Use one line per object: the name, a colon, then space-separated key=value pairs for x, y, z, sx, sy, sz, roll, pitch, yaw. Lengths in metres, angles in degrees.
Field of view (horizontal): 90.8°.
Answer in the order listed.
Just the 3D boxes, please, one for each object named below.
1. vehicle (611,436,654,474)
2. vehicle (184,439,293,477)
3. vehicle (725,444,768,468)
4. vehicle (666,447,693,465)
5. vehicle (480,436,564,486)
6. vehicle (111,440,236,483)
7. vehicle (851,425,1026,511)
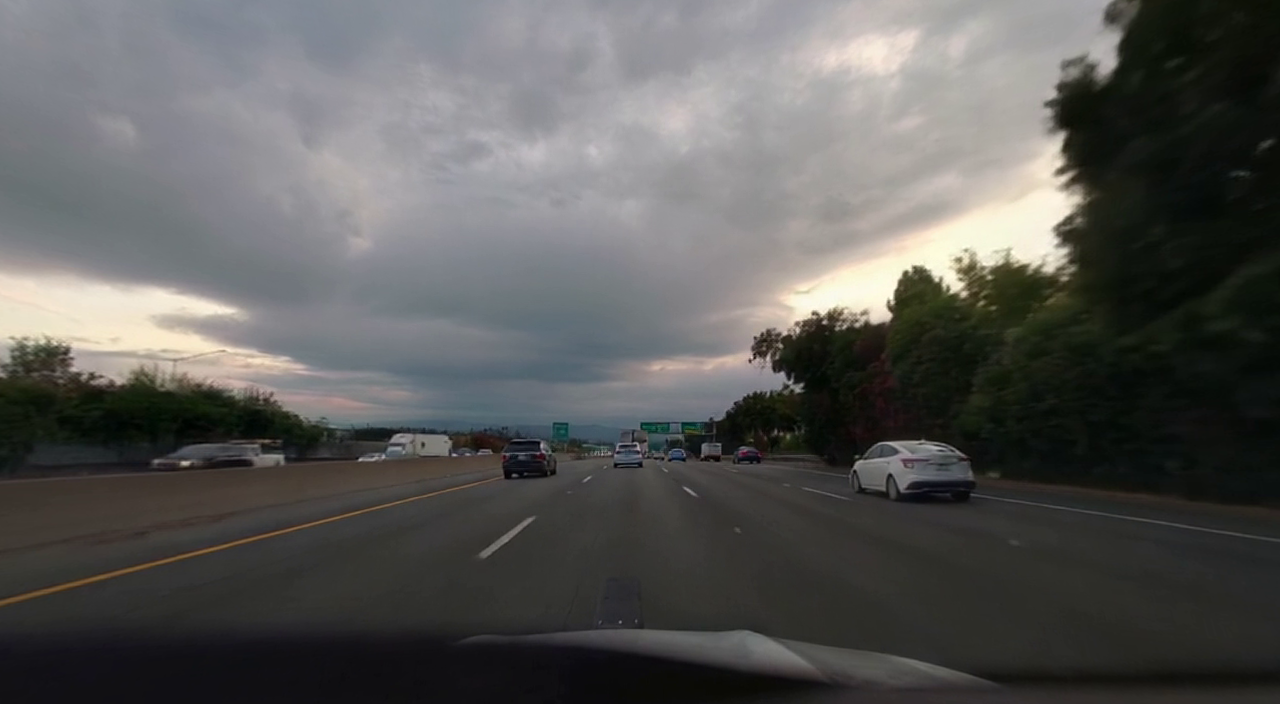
vehicle: x=-0.347 y=5.144 z=31.792 sx=2.002 sy=1.759 sz=4.658 roll=0 pitch=-8 yaw=0
vehicle: x=-21.366 y=5.650 z=33.977 sx=2.093 sy=1.851 sz=5.667 roll=0 pitch=-9 yaw=0
vehicle: x=6.743 y=6.629 z=40.433 sx=1.879 sy=1.428 sz=4.402 roll=0 pitch=-9 yaw=-1
vehicle: x=2.975 y=7.993 z=48.634 sx=1.816 sy=1.353 sz=3.809 roll=0 pitch=-8 yaw=-1
vehicle: x=-4.197 y=3.974 z=23.278 sx=2.126 sy=1.631 sz=4.643 roll=0 pitch=-8 yaw=1
vehicle: x=-17.801 y=4.184 z=24.359 sx=1.817 sy=1.500 sz=3.838 roll=0 pitch=-9 yaw=0
vehicle: x=6.604 y=2.605 z=14.609 sx=1.944 sy=1.666 sz=4.184 roll=0 pitch=-9 yaw=0
